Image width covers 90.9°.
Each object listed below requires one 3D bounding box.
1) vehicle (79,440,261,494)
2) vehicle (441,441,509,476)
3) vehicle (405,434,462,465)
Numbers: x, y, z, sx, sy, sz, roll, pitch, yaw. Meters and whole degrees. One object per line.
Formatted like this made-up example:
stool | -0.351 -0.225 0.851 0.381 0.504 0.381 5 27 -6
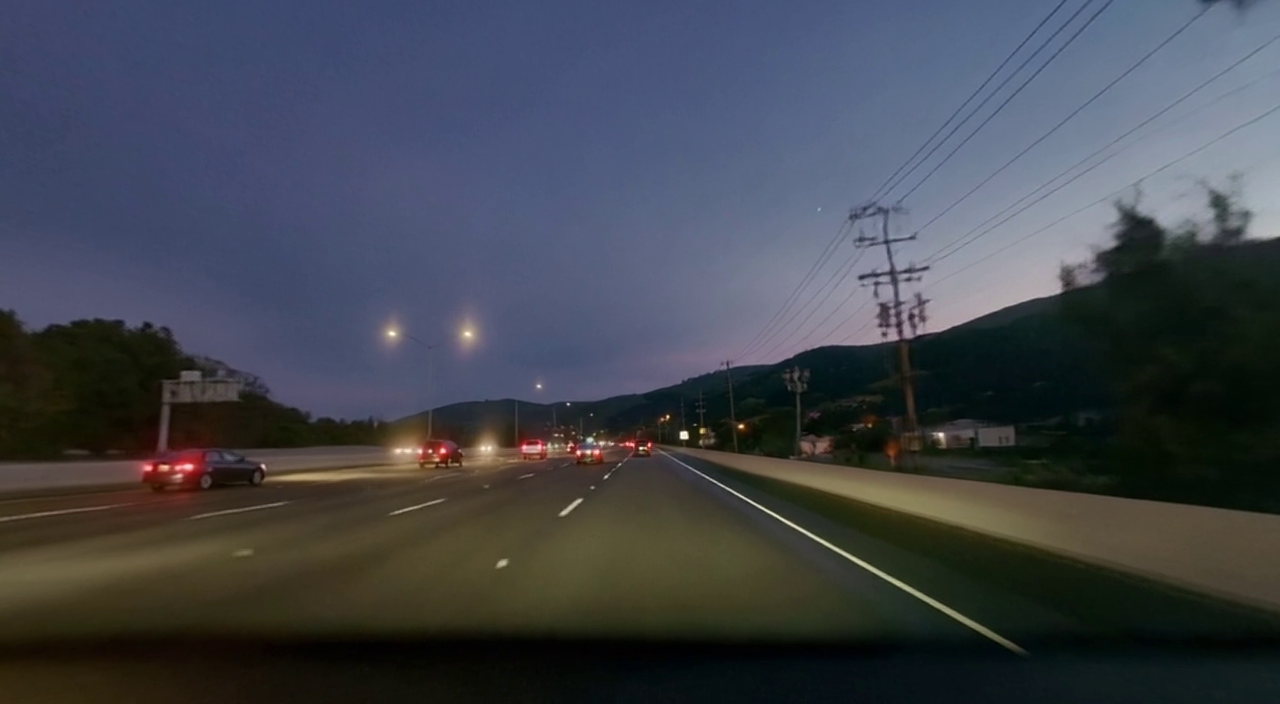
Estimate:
vehicle | -14.375 3.533 19.758 1.885 1.474 4.849 0 -9 1
vehicle | -7.448 4.826 28.865 1.899 1.472 4.202 0 -9 1
vehicle | -14.141 6.731 43.527 2.172 1.946 5.017 0 -9 1
